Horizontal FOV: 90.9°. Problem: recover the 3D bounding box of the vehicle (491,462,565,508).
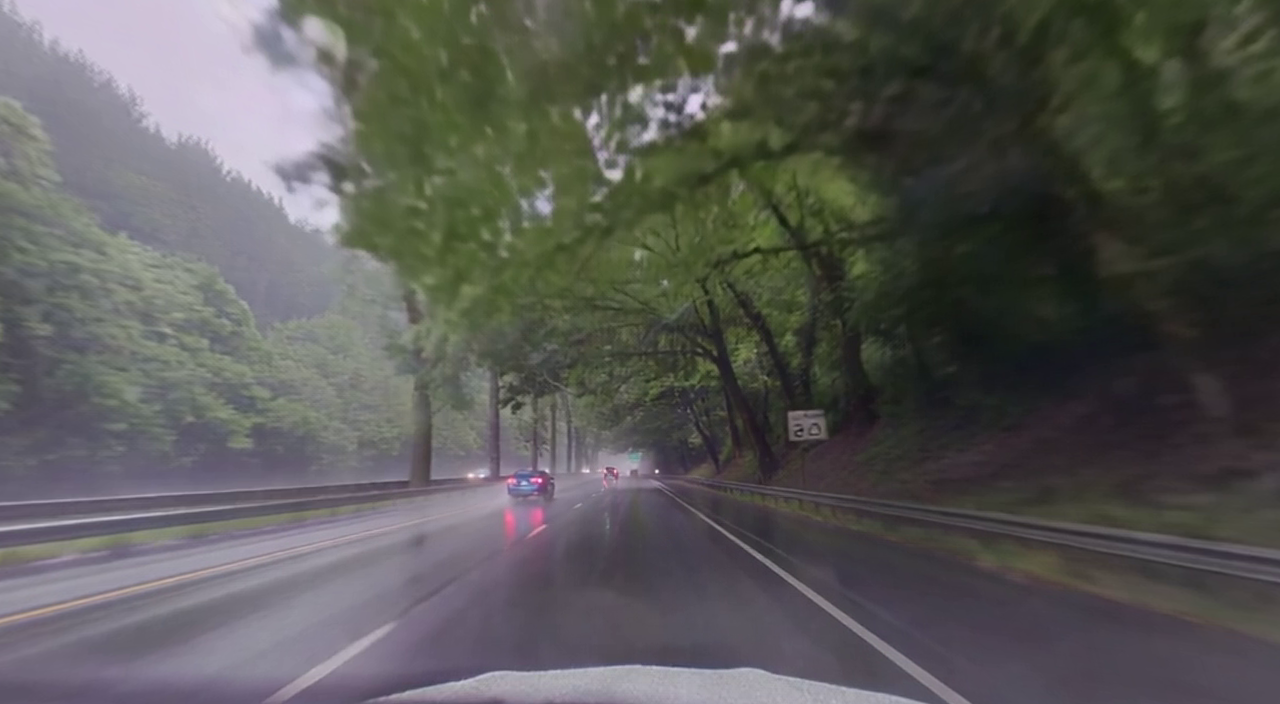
[{"bbox_3d":[-4.102,4.959,23.724,1.954,1.509,4.094,1,-10,1],"label":"vehicle"}]
